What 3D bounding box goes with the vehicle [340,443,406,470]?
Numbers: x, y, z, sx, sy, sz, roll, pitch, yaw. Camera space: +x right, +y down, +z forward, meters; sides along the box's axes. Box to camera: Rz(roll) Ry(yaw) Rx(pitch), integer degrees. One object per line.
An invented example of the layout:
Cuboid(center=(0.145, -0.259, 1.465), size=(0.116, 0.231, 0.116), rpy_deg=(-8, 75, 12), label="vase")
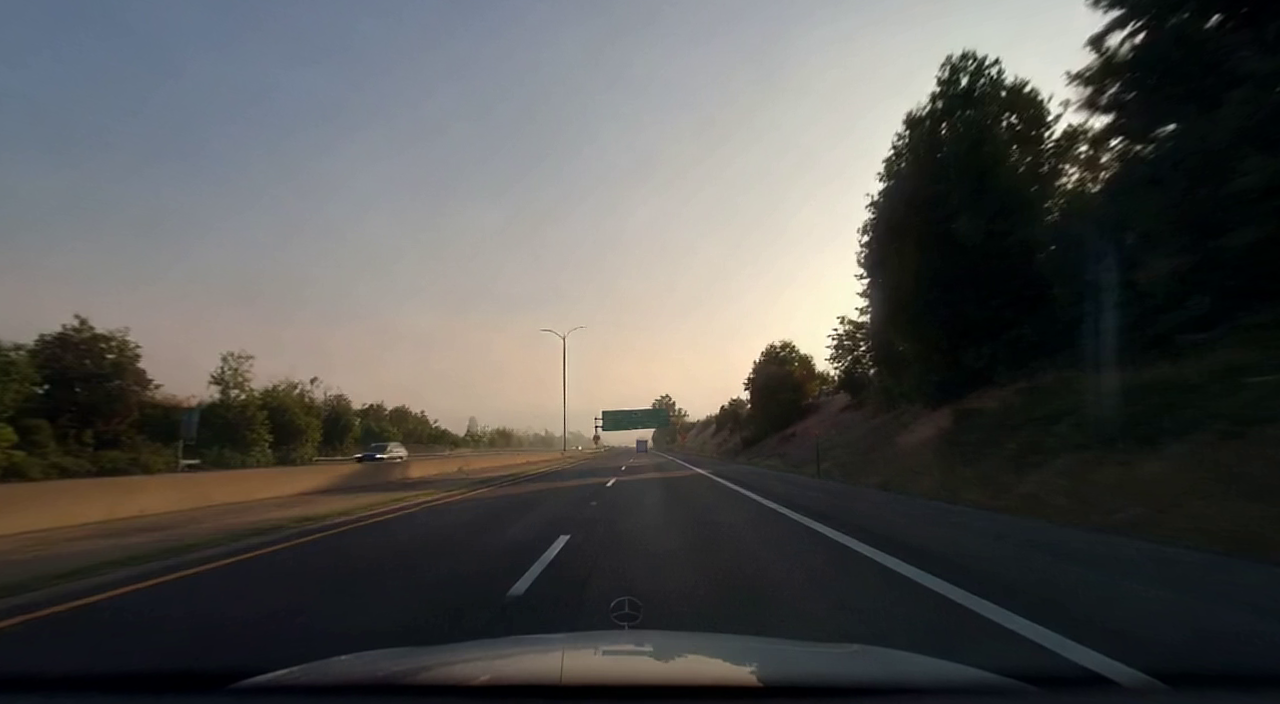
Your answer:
Cuboid(center=(-15.680, 6.154, 37.236), size=(1.871, 1.482, 4.598), rpy_deg=(0, -8, 0), label="vehicle")
